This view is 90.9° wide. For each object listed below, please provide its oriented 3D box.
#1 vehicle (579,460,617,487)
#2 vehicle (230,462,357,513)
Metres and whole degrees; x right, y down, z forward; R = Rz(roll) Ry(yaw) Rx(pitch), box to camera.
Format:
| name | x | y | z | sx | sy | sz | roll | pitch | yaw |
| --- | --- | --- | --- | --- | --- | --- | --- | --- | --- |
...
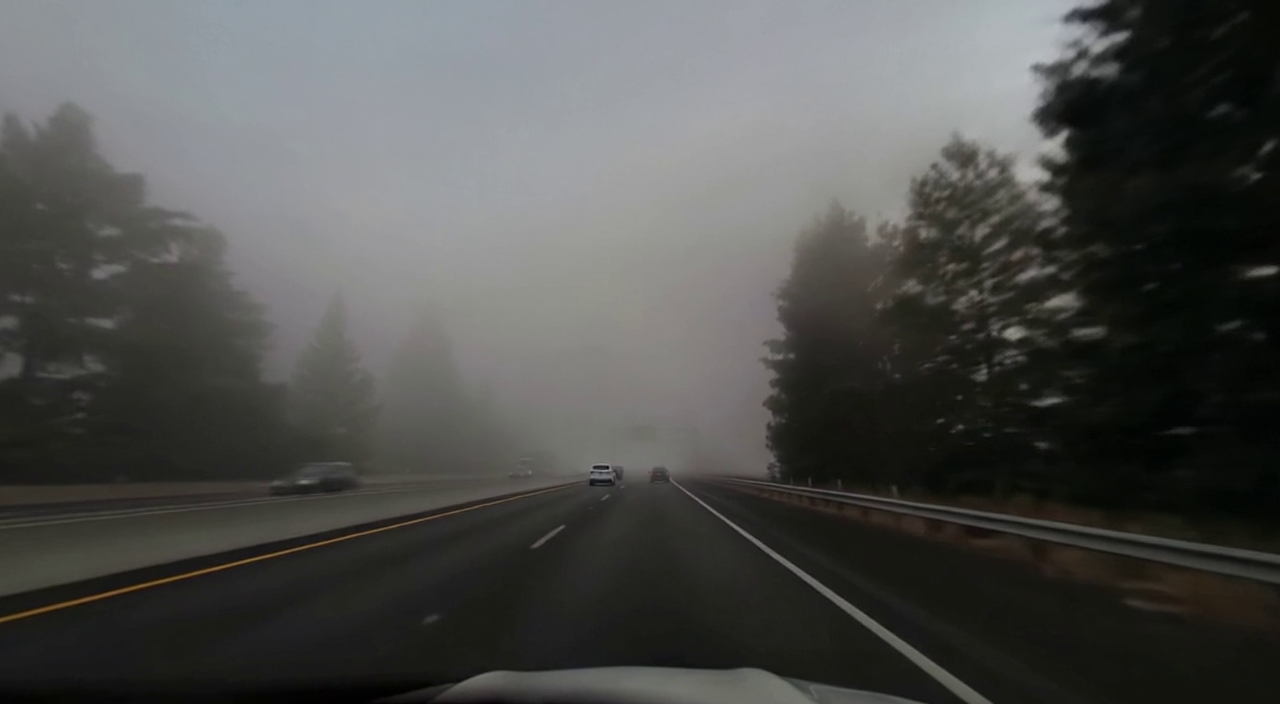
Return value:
| name | x | y | z | sx | sy | sz | roll | pitch | yaw |
| --- | --- | --- | --- | --- | --- | --- | --- | --- | --- |
| vehicle | -2.863 | 8.489 | 44.112 | 2.160 | 1.721 | 4.368 | 0 | -10 | 3 |
| vehicle | -12.652 | 4.957 | 23.423 | 1.984 | 1.649 | 4.572 | 1 | -10 | 1 |
